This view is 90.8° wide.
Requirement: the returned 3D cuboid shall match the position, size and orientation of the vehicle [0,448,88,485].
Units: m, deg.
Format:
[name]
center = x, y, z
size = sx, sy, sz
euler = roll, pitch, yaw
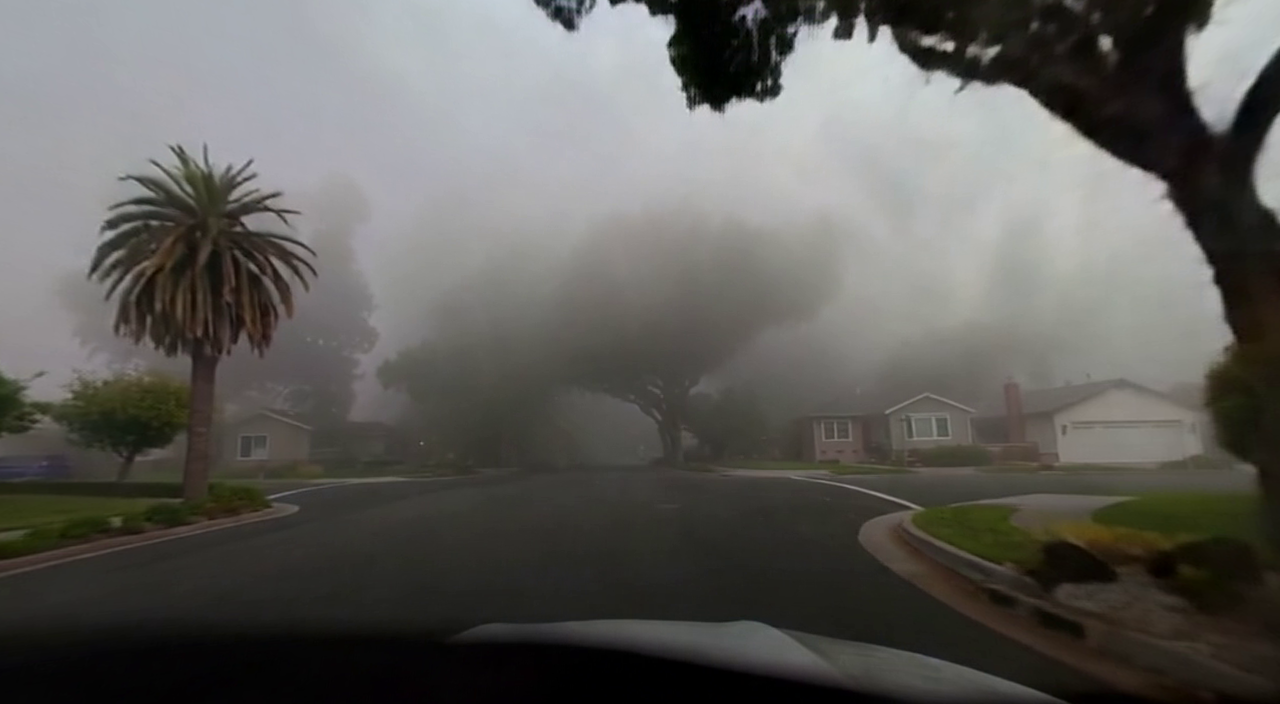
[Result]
[vehicle]
center = -30.280, 5.650, 31.193
size = 4.023, 1.692, 2.024
euler = 0, -10, -2
